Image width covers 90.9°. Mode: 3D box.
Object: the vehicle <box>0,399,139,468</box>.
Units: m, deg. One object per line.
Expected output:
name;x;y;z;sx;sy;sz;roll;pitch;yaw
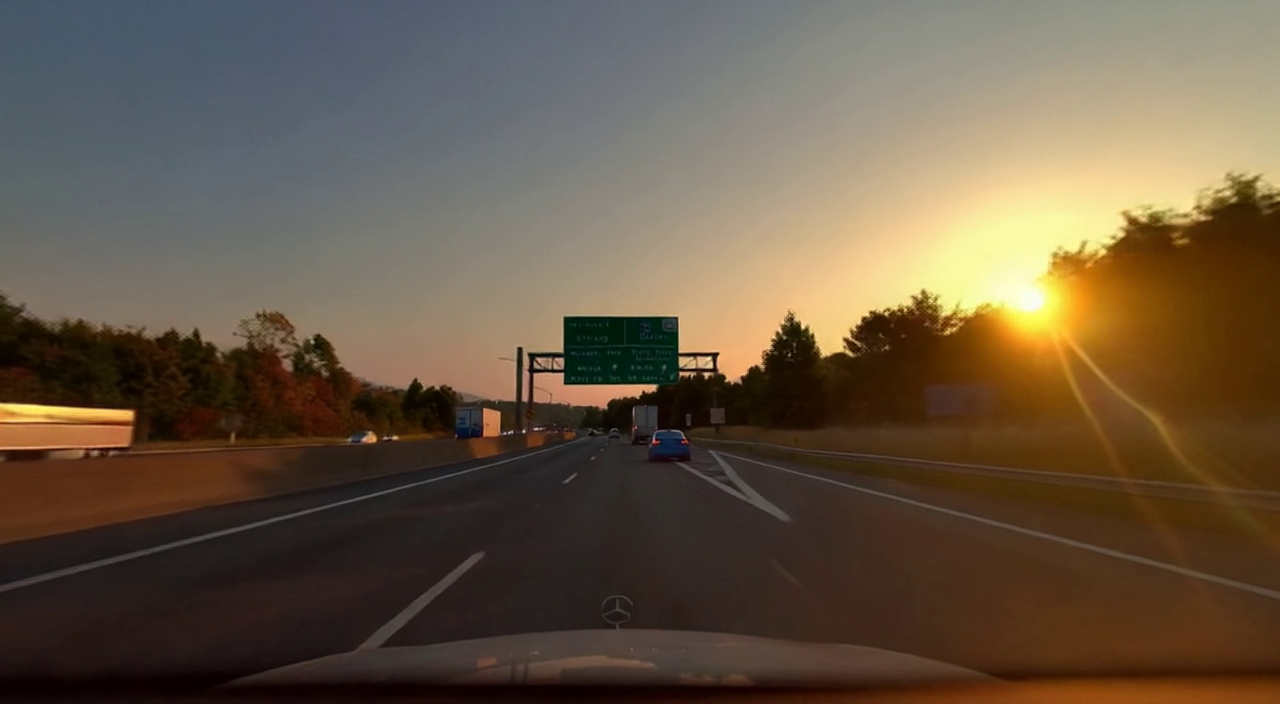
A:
vehicle;-39.935;5.409;41.715;2.676;4.105;14.309;0;-8;-4

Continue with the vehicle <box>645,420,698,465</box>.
vehicle;1.338;4.120;28.847;2.076;1.914;4.287;0;-8;-2
